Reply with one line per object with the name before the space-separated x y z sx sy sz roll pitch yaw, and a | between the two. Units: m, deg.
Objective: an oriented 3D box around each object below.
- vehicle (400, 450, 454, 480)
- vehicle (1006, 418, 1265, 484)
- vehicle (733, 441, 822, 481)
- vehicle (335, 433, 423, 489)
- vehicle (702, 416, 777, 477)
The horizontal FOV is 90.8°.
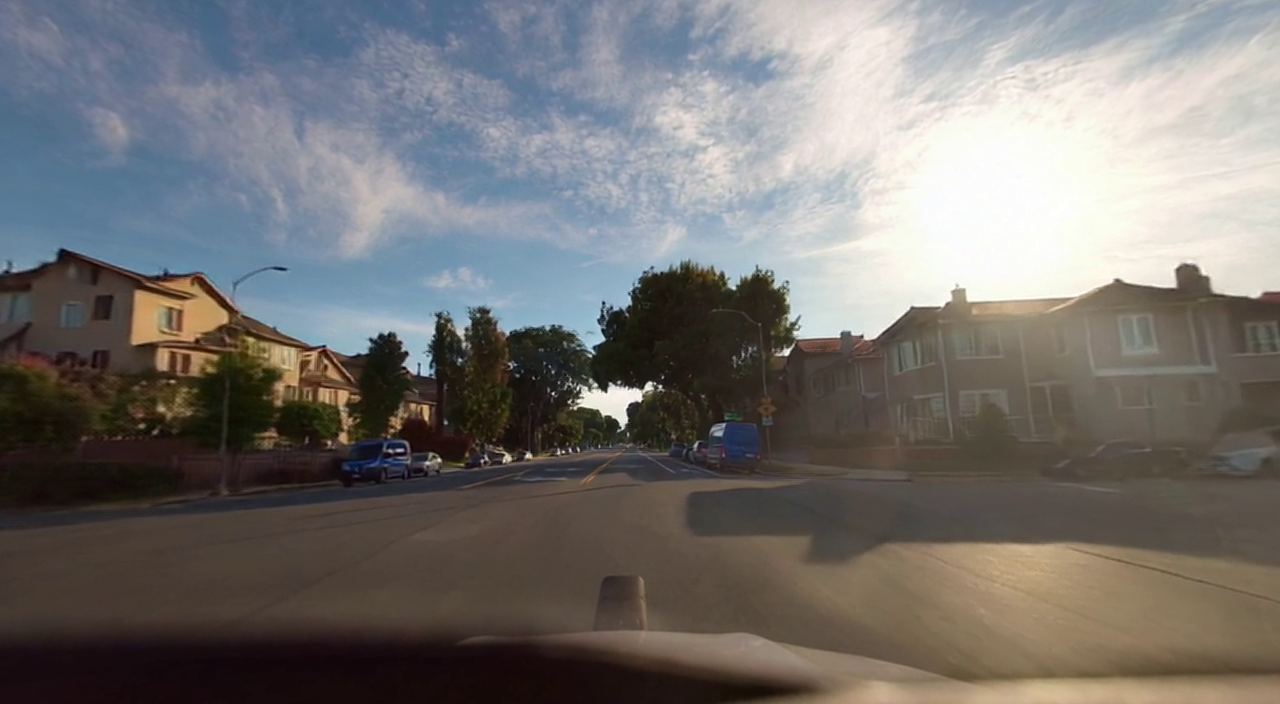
vehicle | -12.601 6.676 37.601 1.892 1.472 4.523 -3 -7 -3
vehicle | 15.106 3.059 19.623 5.930 1.907 2.348 0 -8 2
vehicle | 5.440 4.363 25.597 1.848 1.468 4.332 2 -9 -12
vehicle | -12.800 5.303 31.421 2.164 2.386 5.460 -2 -7 -1
vehicle | 4.698 4.647 31.083 2.414 2.670 5.833 1 -8 -3
